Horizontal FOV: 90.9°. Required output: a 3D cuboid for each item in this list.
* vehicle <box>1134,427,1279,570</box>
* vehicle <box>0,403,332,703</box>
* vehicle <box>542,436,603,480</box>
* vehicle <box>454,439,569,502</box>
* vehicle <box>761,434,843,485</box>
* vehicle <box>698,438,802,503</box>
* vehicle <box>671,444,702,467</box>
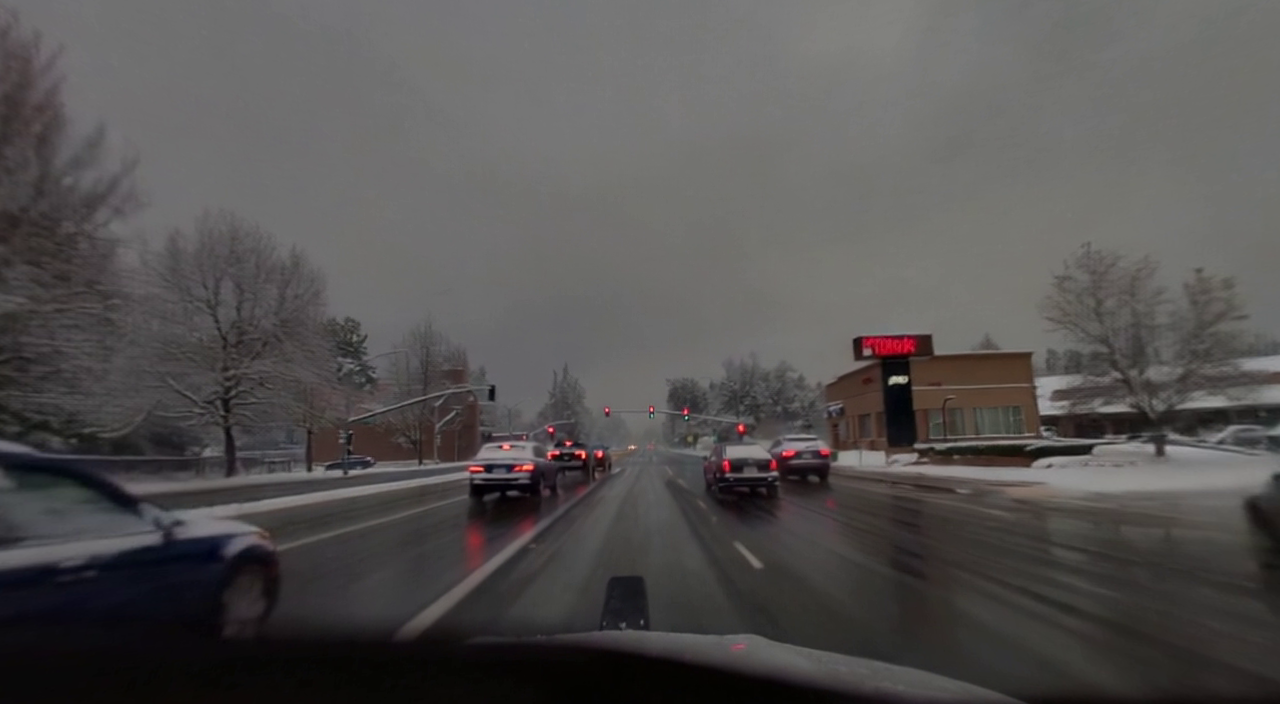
[{"bbox_3d":[8.141,1.658,7.232,2.070,1.547,4.941,-2,-9,16],"label":"vehicle"},{"bbox_3d":[-3.207,0.921,2.246,1.952,1.457,4.372,0,-8,1],"label":"vehicle"},{"bbox_3d":[-2.986,4.794,28.787,2.187,1.825,4.621,0,-8,1],"label":"vehicle"},{"bbox_3d":[-3.335,3.179,17.393,2.087,1.494,4.626,0,-8,2],"label":"vehicle"},{"bbox_3d":[6.012,4.046,23.970,1.979,1.738,4.418,0,-8,0],"label":"vehicle"},{"bbox_3d":[2.819,3.126,17.112,2.004,1.512,4.206,0,-8,-1],"label":"vehicle"},{"bbox_3d":[3.461,7.748,47.399,2.030,1.628,4.080,0,-9,0],"label":"vehicle"}]
